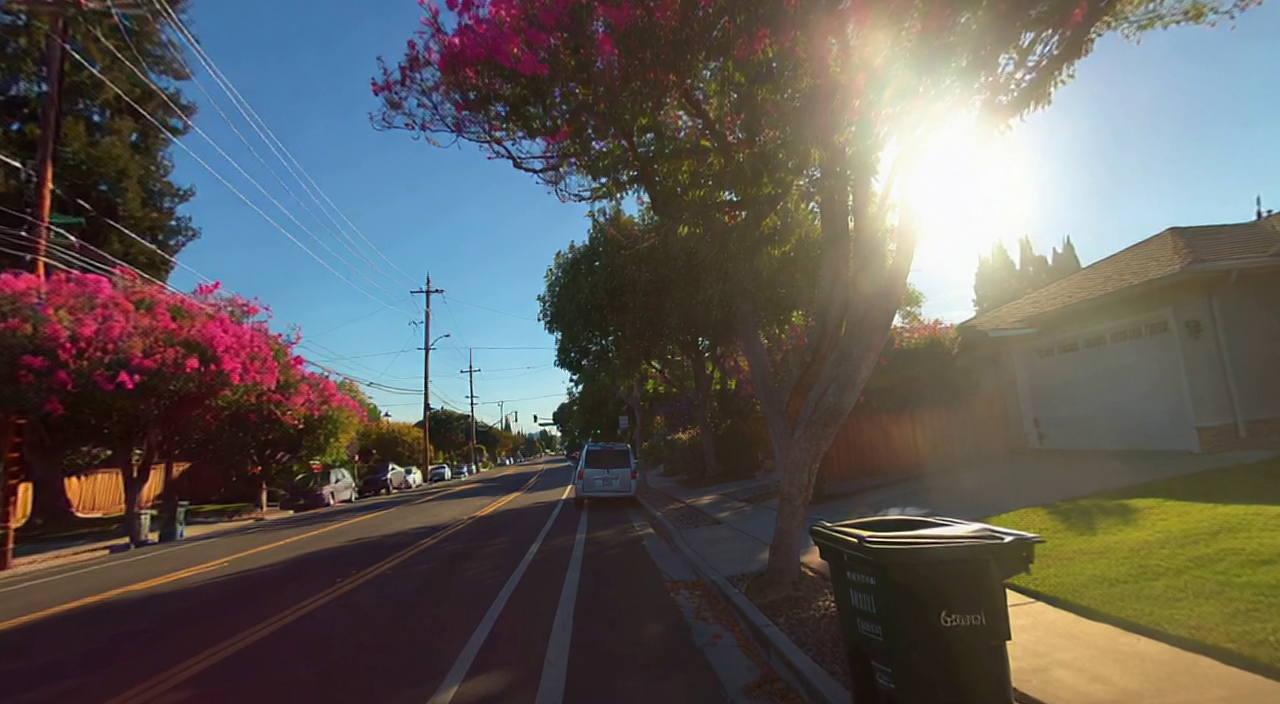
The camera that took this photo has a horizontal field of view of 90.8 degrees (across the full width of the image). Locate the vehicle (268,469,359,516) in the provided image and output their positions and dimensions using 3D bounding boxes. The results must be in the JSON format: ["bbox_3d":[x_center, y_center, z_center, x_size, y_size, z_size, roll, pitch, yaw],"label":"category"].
[{"bbox_3d":[-13.775,5.914,26.990,1.982,1.660,4.142,1,-8,-6],"label":"vehicle"}]

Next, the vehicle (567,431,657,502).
[{"bbox_3d":[-0.828,3.076,17.388,2.190,1.708,4.115,0,-8,-4],"label":"vehicle"}]
